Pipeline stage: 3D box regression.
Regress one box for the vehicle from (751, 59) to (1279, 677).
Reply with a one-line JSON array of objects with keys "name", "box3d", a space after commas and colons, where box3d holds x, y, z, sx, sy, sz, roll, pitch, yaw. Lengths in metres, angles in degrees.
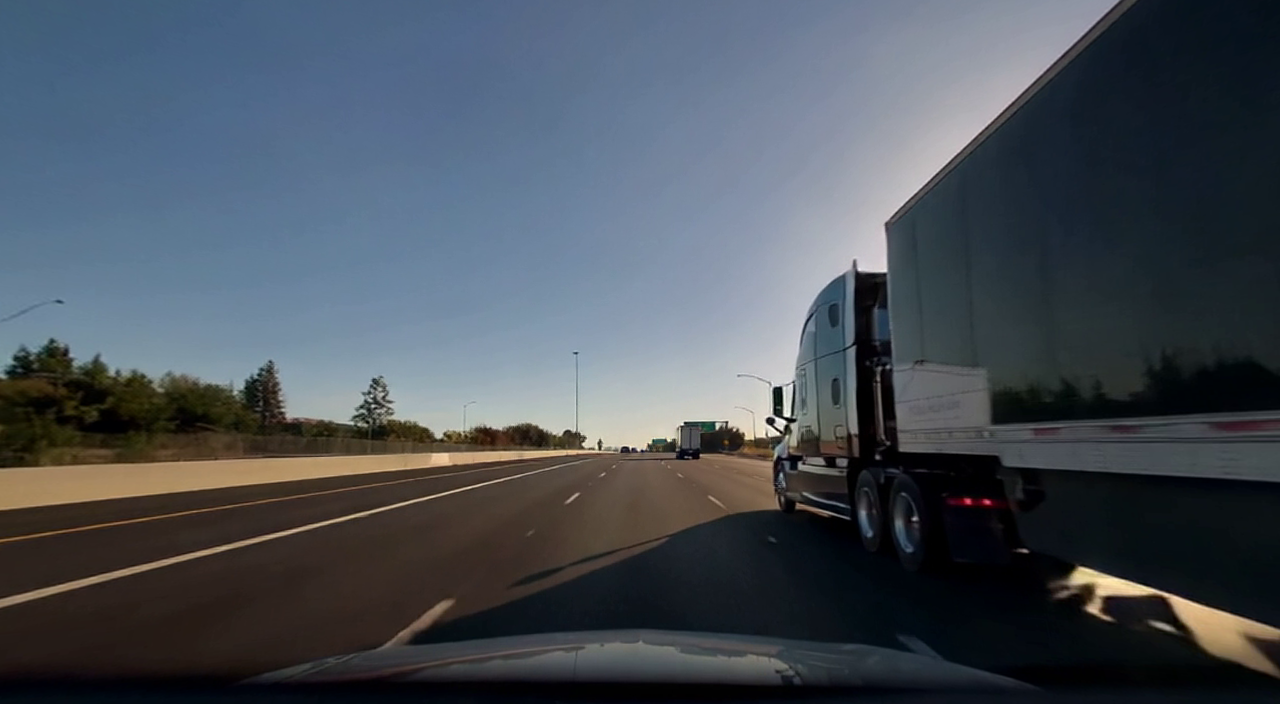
[{"name": "vehicle", "box3d": [3.590, 0.581, 8.007, 2.998, 3.820, 8.356, 0, -8, 1]}]
